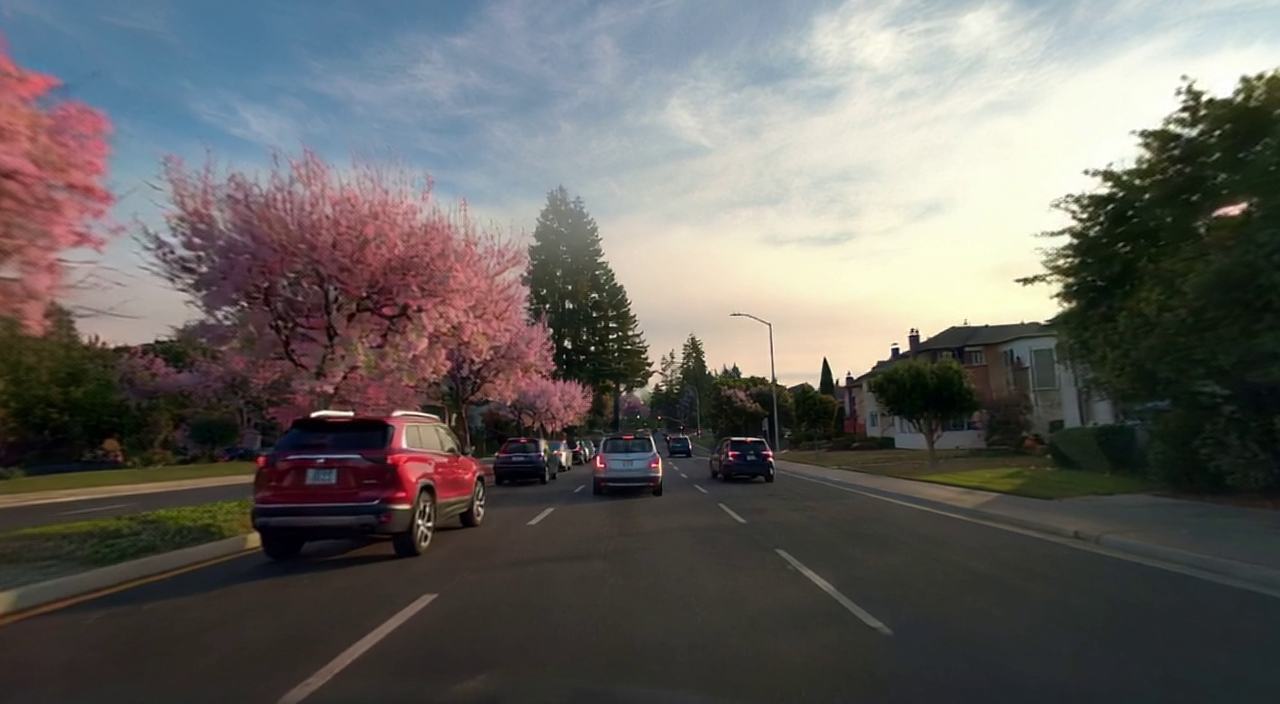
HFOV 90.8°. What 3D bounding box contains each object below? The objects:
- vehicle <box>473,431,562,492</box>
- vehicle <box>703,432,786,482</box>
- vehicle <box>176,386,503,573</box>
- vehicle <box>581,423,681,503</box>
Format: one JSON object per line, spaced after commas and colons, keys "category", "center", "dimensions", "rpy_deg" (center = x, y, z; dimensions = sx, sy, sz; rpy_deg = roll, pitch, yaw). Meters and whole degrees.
{"category": "vehicle", "center": [-3.693, 3.388, 19.904], "dimensions": [1.948, 1.668, 4.279], "rpy_deg": [0, -8, 0]}
{"category": "vehicle", "center": [3.762, 3.889, 23.653], "dimensions": [2.188, 1.685, 4.604], "rpy_deg": [0, -8, -2]}
{"category": "vehicle", "center": [-3.655, 1.678, 9.054], "dimensions": [2.304, 1.928, 4.833], "rpy_deg": [0, -8, 0]}
{"category": "vehicle", "center": [-0.221, 2.664, 15.529], "dimensions": [2.112, 1.693, 4.058], "rpy_deg": [0, -8, -1]}
